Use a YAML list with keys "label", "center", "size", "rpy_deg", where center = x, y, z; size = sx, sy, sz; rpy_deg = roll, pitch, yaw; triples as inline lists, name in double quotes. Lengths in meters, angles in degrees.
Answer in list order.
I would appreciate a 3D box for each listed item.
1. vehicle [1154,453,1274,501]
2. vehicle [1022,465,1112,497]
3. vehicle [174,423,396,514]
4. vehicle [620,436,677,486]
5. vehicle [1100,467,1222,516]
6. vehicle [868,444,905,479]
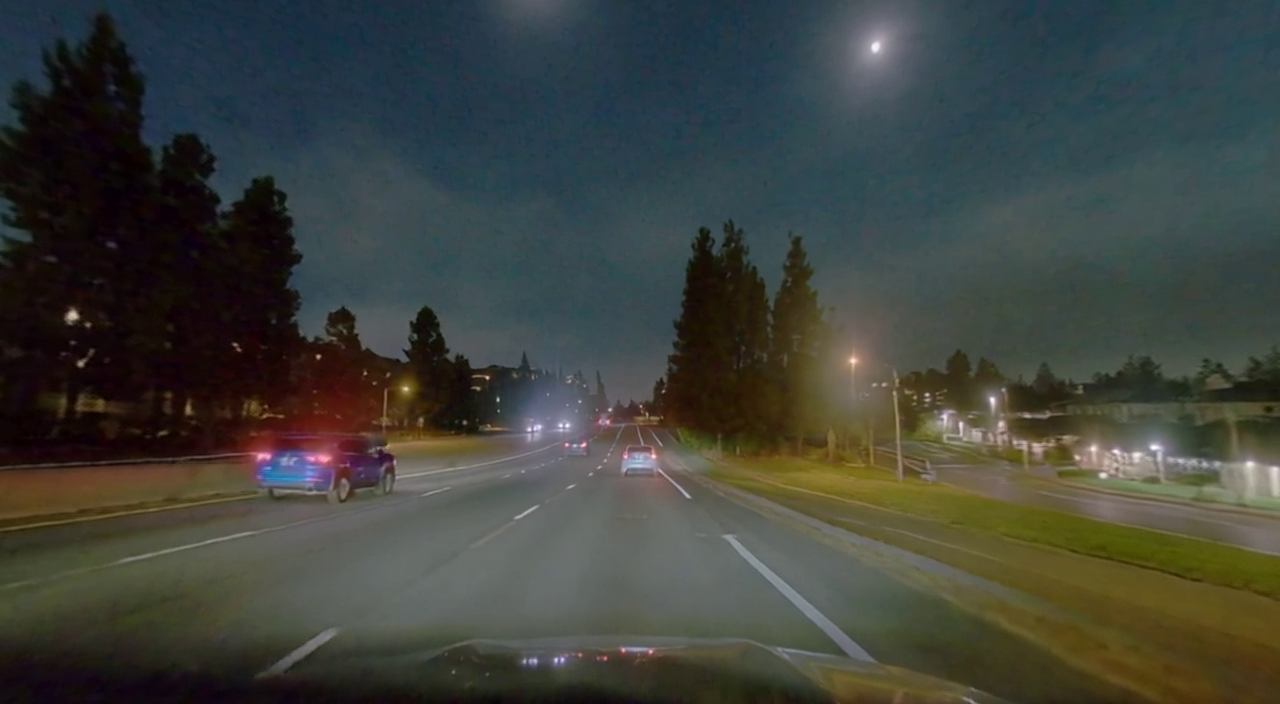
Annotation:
- label: "vehicle"
  center: [34.322, 7.426, 37.959]
  size: [4.850, 1.840, 1.939]
  rpy_deg: [5, 1, 22]
- label: "vehicle"
  center: [25.588, 7.738, 38.074]
  size: [1.862, 1.481, 4.503]
  rpy_deg: [0, -7, -9]
- label: "vehicle"
  center: [-7.471, 2.512, 14.116]
  size: [1.997, 1.650, 5.090]
  rpy_deg: [0, -9, 0]
- label: "vehicle"
  center: [0.333, 4.393, 25.785]
  size: [2.125, 1.830, 4.370]
  rpy_deg: [0, -9, 0]
- label: "vehicle"
  center: [26.148, 6.957, 31.941]
  size: [1.975, 1.950, 4.526]
  rpy_deg: [0, -7, -5]
- label: "vehicle"
  center: [17.883, 7.915, 46.030]
  size: [1.849, 1.958, 4.453]
  rpy_deg: [-2, -3, 13]
